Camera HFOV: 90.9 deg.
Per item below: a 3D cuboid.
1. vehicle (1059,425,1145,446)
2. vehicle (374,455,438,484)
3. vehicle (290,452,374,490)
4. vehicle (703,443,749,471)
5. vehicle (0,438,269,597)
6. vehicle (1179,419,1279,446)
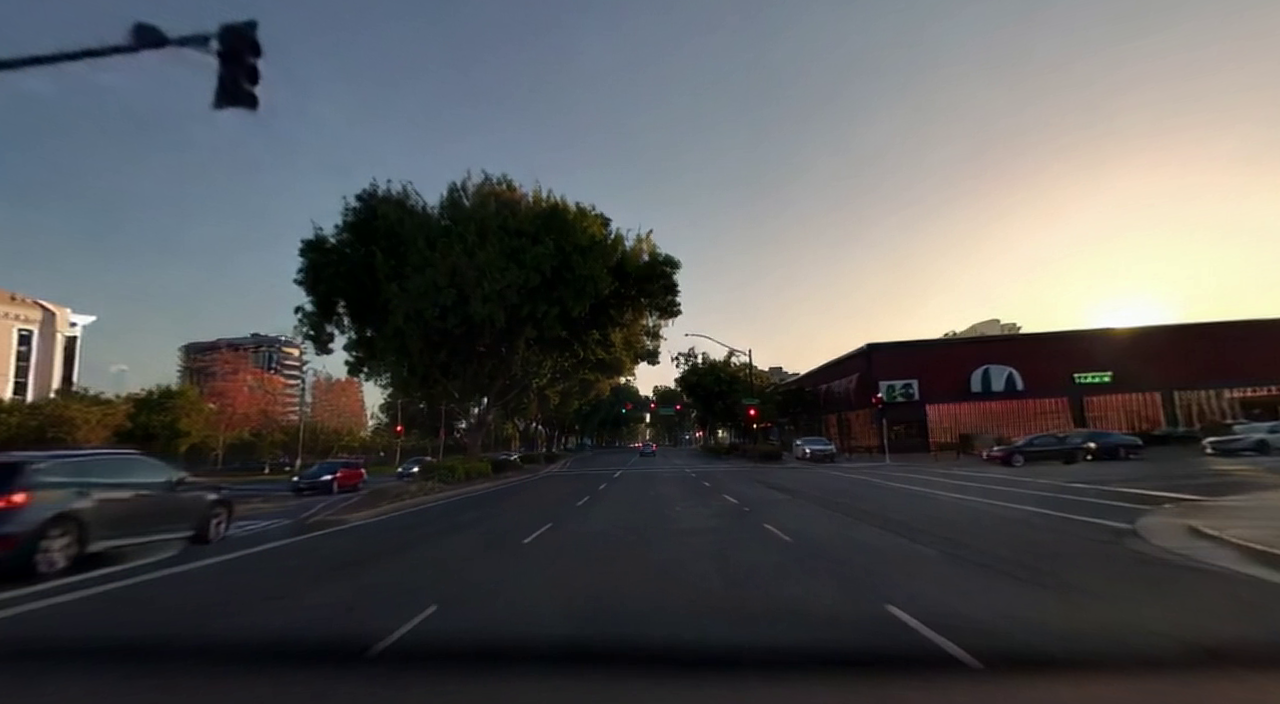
[{"bbox_3d":[33.223,6.051,45.433,4.540,1.446,1.919,-1,-8,5],"label":"vehicle"},{"bbox_3d":[-13.158,6.591,35.723,1.847,1.424,4.521,-1,-8,1],"label":"vehicle"},{"bbox_3d":[-16.653,6.423,34.428,2.072,1.862,4.948,0,-8,0],"label":"vehicle"},{"bbox_3d":[4.655,5.752,34.766,1.913,1.463,4.198,0,-8,-1],"label":"vehicle"},{"bbox_3d":[-7.899,2.110,9.118,2.231,1.650,5.052,0,-8,-4],"label":"vehicle"},{"bbox_3d":[33.814,4.687,36.344,1.753,1.399,4.538,-1,-8,5],"label":"vehicle"}]
